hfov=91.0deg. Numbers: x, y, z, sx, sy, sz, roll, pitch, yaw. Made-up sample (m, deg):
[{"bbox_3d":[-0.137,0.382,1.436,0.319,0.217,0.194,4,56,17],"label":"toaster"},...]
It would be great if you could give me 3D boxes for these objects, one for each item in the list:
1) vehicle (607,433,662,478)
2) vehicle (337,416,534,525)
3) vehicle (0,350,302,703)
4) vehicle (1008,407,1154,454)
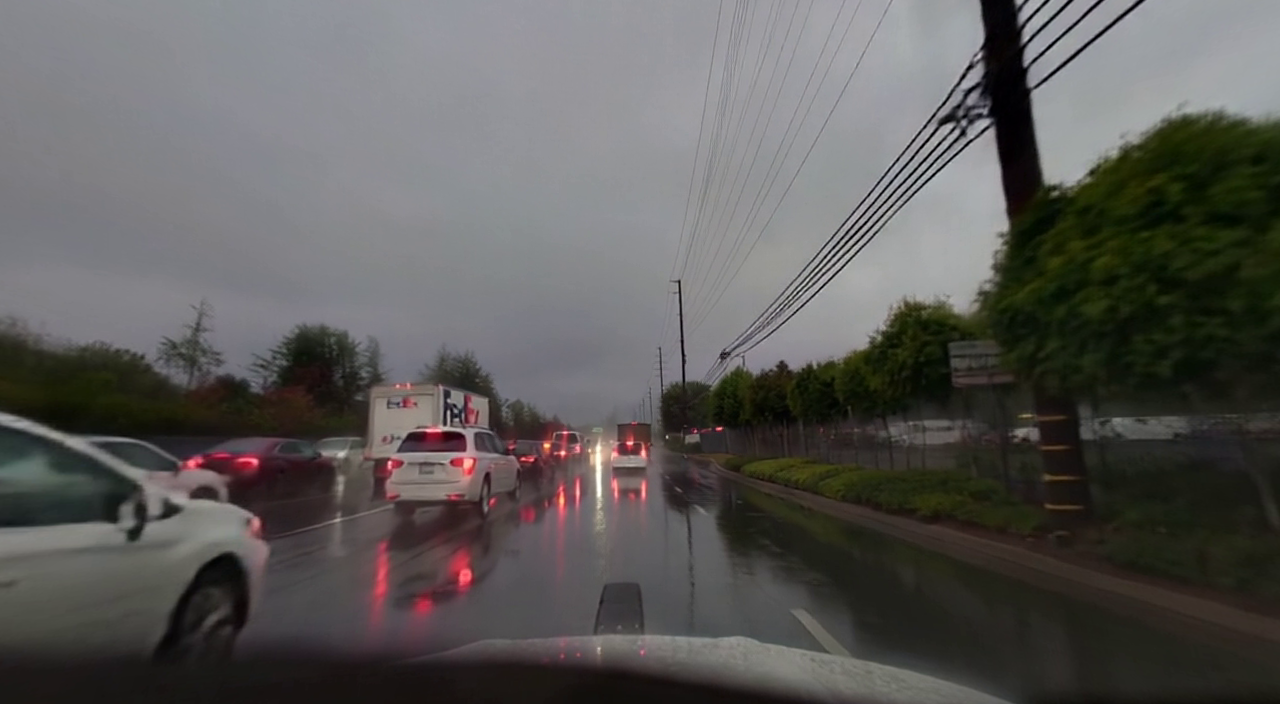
[{"bbox_3d":[-0.241,4.203,25.696,2.055,1.671,4.147,0,-8,-1],"label":"vehicle"},{"bbox_3d":[-3.819,2.326,12.942,2.263,1.803,4.868,0,-8,2],"label":"vehicle"},{"bbox_3d":[-3.392,0.766,1.820,2.057,1.673,4.934,0,-8,0],"label":"vehicle"},{"bbox_3d":[32.728,5.881,46.905,8.848,3.271,2.774,0,-9,-5],"label":"vehicle"}]
